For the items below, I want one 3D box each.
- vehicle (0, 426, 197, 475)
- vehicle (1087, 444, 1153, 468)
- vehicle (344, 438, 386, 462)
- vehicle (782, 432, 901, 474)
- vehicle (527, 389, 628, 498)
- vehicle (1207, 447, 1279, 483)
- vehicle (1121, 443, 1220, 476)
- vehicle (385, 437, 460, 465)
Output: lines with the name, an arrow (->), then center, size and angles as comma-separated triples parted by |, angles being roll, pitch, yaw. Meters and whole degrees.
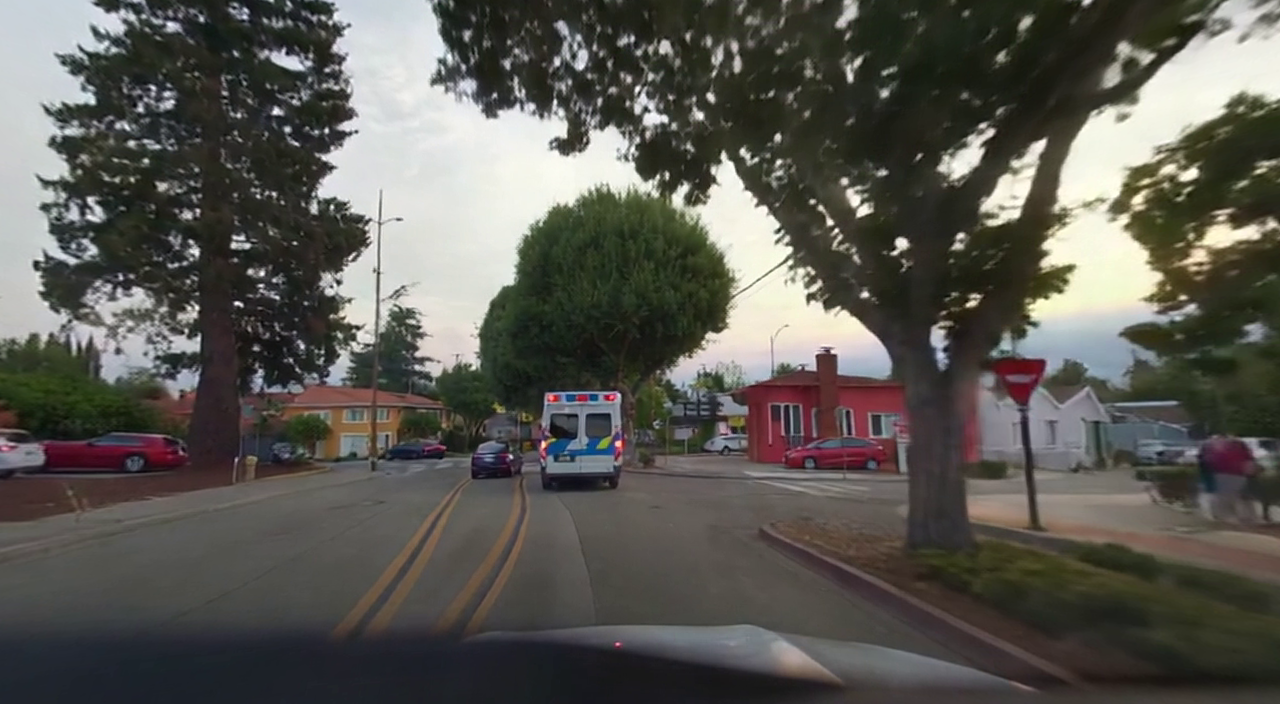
vehicle -> -21.038, 3.813, 24.251 | 5.910, 1.681, 2.579 | 1, -12, -11
vehicle -> 35.012, 7.585, 46.233 | 2.114, 1.588, 3.888 | -4, -9, 9
vehicle -> -21.466, 7.650, 49.495 | 2.290, 1.776, 4.947 | 2, -8, -16
vehicle -> 10.016, 5.064, 31.805 | 5.270, 1.966, 2.329 | -1, -8, 5
vehicle -> -1.848, 2.636, 18.369 | 2.444, 2.640, 5.482 | 1, -8, -7
vehicle -> 27.822, 4.912, 27.644 | 1.861, 1.470, 4.867 | -1, -8, 6
vehicle -> 28.621, 5.783, 34.296 | 1.899, 1.635, 4.603 | -2, -8, 10
vehicle -> -14.655, 6.664, 42.554 | 4.502, 1.810, 2.056 | -4, -9, 23
